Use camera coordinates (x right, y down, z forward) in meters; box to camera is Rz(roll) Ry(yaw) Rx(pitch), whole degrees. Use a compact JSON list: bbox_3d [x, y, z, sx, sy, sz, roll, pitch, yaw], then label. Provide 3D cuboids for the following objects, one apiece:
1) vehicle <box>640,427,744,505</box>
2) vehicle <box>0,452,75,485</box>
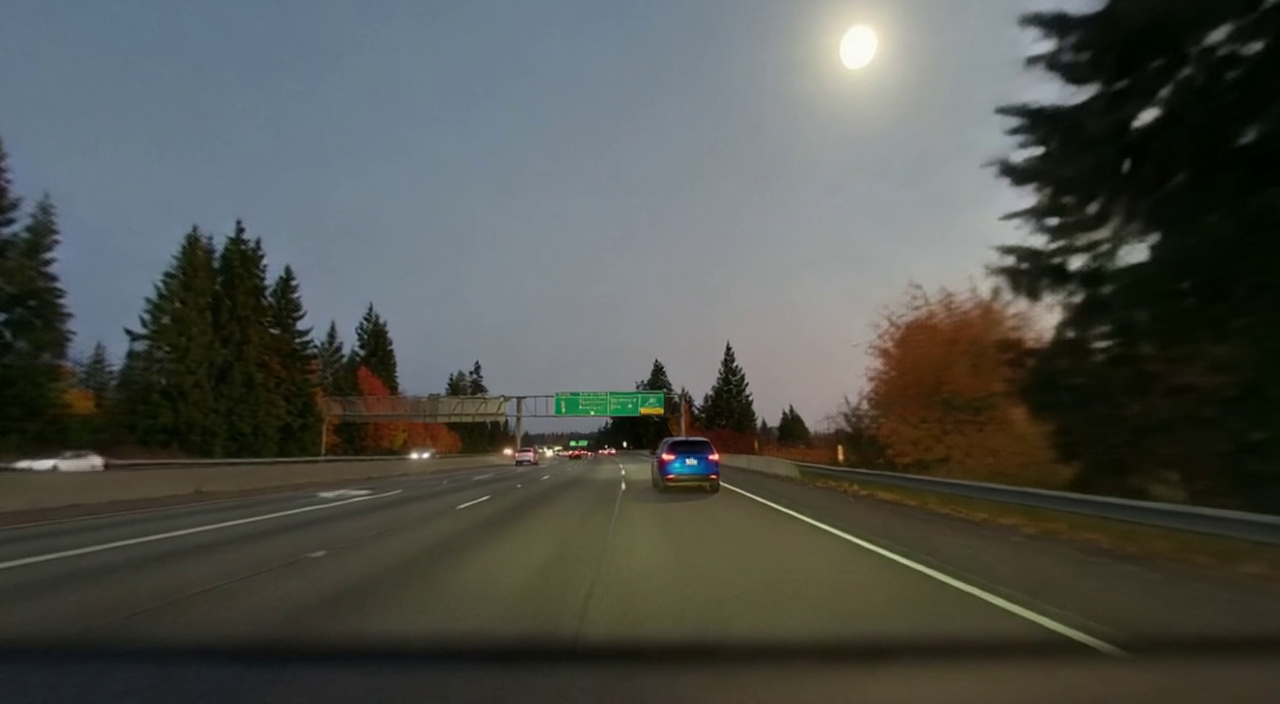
[{"bbox_3d":[1.156,2.852,16.185,2.120,1.706,4.226,0,-8,-2],"label":"vehicle"},{"bbox_3d":[-31.329,5.795,31.596,1.835,1.492,4.512,0,-8,-1],"label":"vehicle"}]
